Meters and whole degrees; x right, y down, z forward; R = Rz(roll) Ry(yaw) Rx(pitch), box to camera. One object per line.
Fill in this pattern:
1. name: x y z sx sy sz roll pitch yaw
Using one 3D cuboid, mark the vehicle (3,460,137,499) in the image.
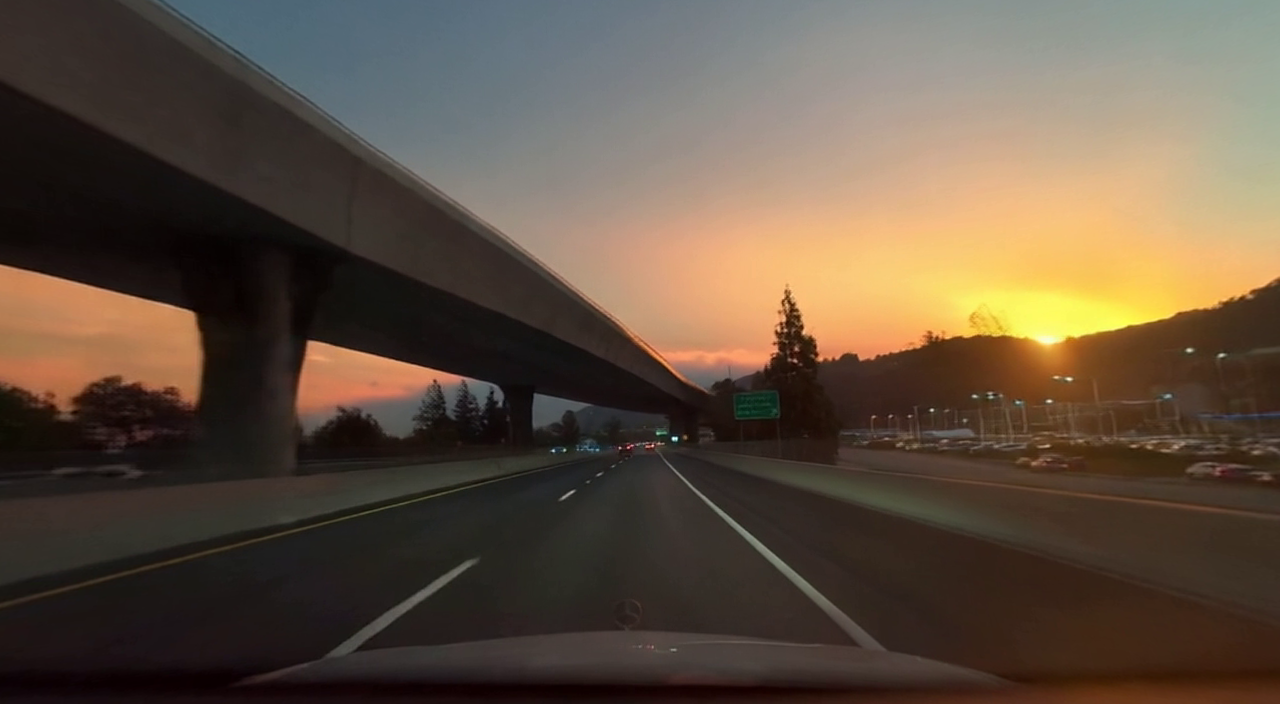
1. vehicle: -25.919 5.785 28.940 1.909 1.472 4.517 0 -8 0
